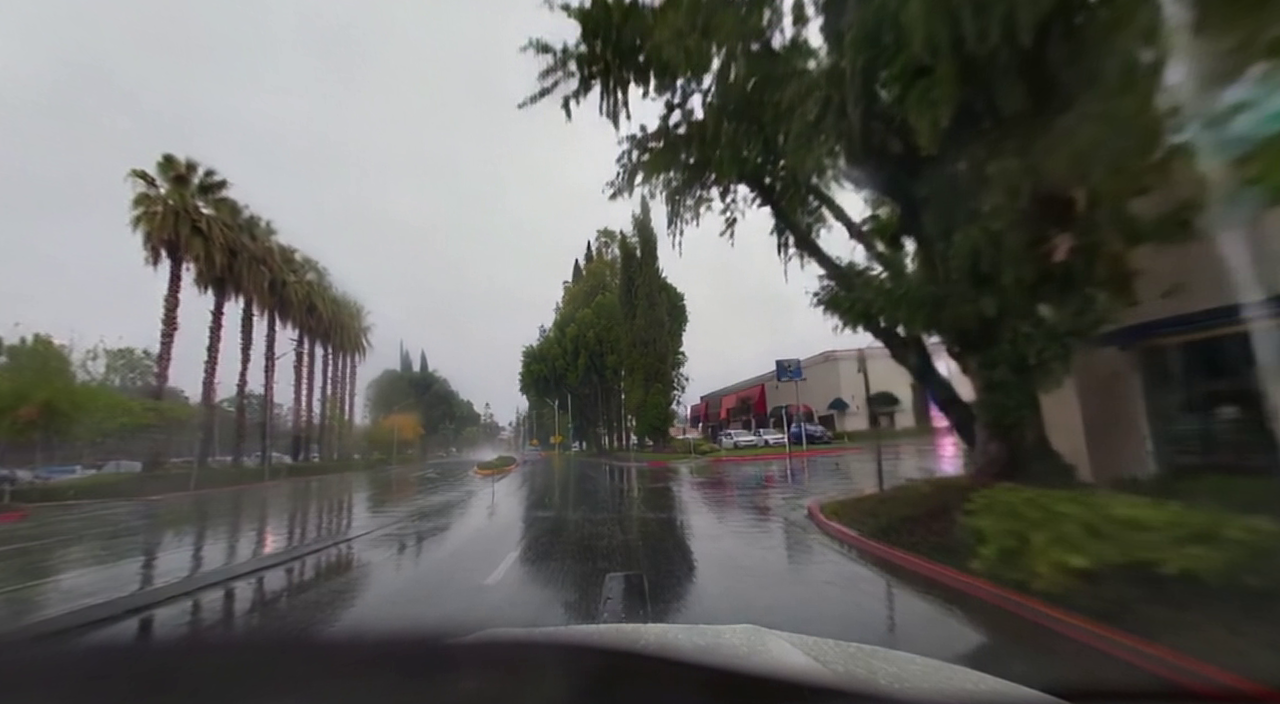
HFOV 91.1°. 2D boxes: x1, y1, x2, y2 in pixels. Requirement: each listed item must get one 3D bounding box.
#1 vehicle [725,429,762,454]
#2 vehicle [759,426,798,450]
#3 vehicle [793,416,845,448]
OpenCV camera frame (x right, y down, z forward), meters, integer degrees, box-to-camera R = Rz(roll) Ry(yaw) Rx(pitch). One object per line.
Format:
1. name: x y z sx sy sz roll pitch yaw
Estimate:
1. vehicle: 7.672 6.679 46.812 2.196 1.715 4.918 -1 -9 3
2. vehicle: 10.268 6.453 46.886 2.065 1.687 4.584 -1 -9 4
3. vehicle: 13.247 5.986 46.906 2.237 1.962 5.424 -8 -8 1
